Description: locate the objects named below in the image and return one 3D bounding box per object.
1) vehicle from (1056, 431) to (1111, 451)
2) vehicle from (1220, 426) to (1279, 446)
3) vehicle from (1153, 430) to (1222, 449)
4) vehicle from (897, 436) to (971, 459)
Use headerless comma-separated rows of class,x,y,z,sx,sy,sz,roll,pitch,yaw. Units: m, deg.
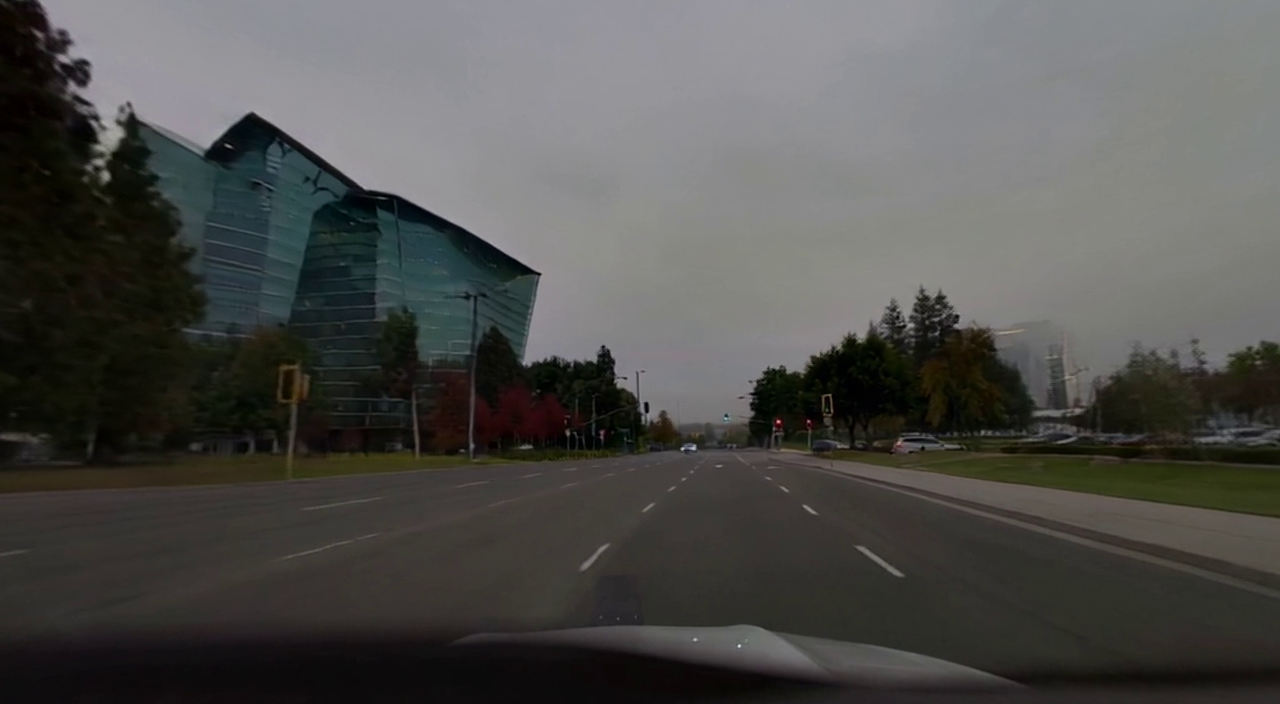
vehicle,34.932,7.068,49.965,1.805,1.466,4.236,-2,-9,9
vehicle,47.471,6.542,48.797,1.758,1.451,4.282,-1,-9,7
vehicle,42.650,6.845,49.380,1.828,1.452,4.242,-1,-9,5
vehicle,18.983,6.159,40.992,3.991,1.437,1.679,-1,-9,8
